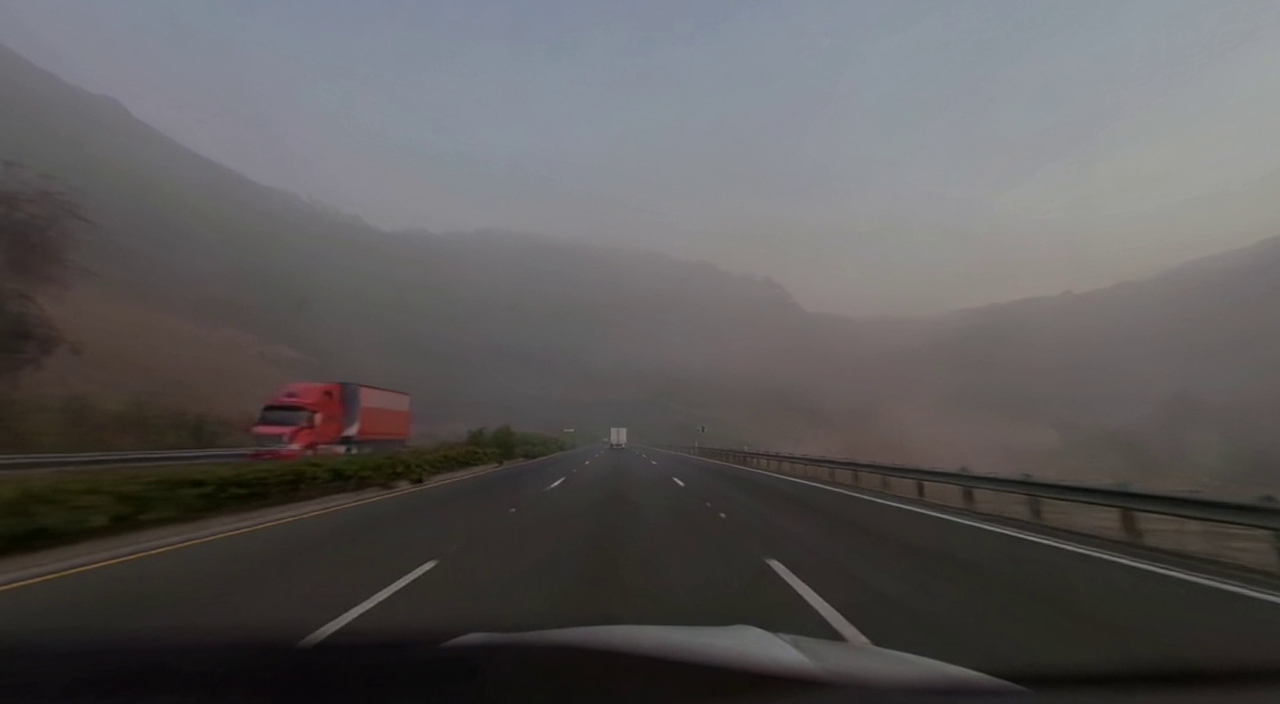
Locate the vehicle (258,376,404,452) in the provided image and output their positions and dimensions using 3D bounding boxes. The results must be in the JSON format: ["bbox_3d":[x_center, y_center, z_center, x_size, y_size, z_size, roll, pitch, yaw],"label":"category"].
[{"bbox_3d":[-17.377,3.901,36.894,2.822,3.677,12.266,0,-8,-2],"label":"vehicle"}]
